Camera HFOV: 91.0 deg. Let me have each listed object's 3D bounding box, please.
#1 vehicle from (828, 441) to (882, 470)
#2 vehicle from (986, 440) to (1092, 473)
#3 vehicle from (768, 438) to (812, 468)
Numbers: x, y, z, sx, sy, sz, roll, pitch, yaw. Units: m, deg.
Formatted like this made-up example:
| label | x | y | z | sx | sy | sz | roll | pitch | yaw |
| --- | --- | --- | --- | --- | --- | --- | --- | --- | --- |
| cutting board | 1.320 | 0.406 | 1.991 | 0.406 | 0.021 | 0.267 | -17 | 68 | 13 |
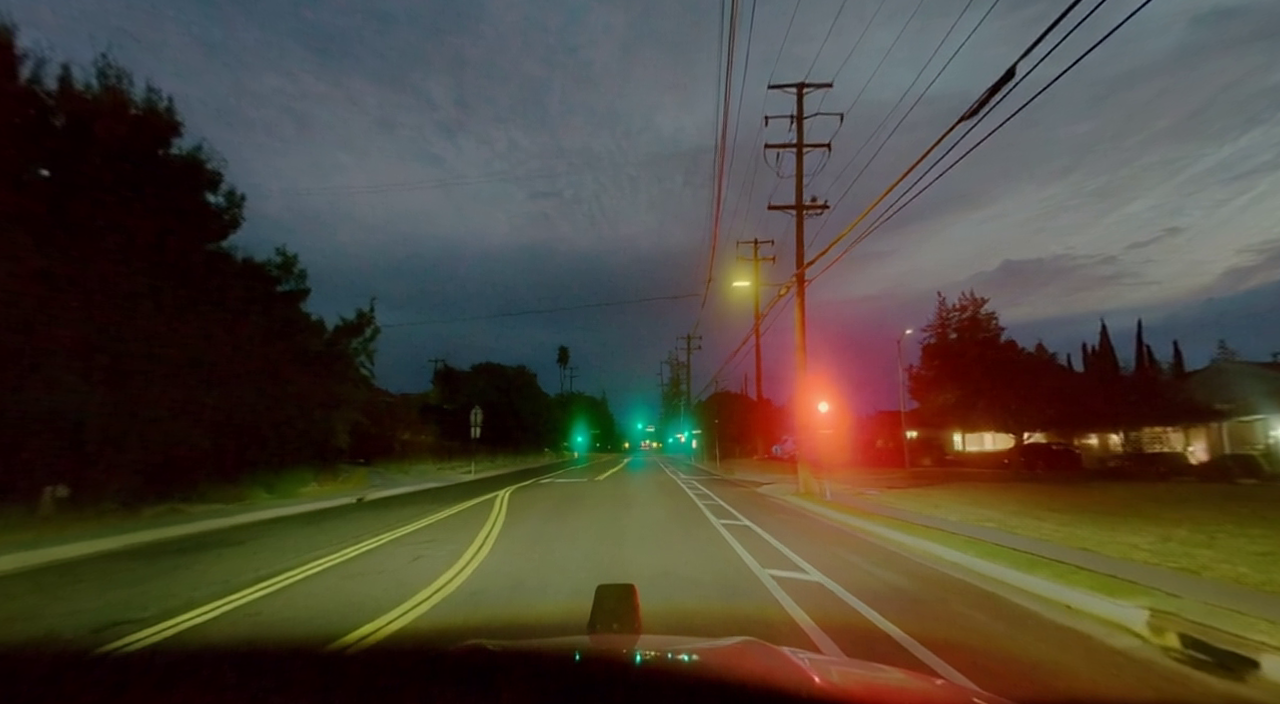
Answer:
| label | x | y | z | sx | sy | sz | roll | pitch | yaw |
| --- | --- | --- | --- | --- | --- | --- | --- | --- | --- |
| vehicle | 13.570 | 6.546 | 39.940 | 1.935 | 1.683 | 4.669 | 0 | -9 | 2 |
| vehicle | 21.074 | 5.507 | 33.384 | 3.943 | 1.664 | 2.391 | 0 | -8 | -1 |
| vehicle | 10.296 | 6.979 | 43.532 | 1.912 | 1.953 | 4.651 | 0 | -9 | 0 |
